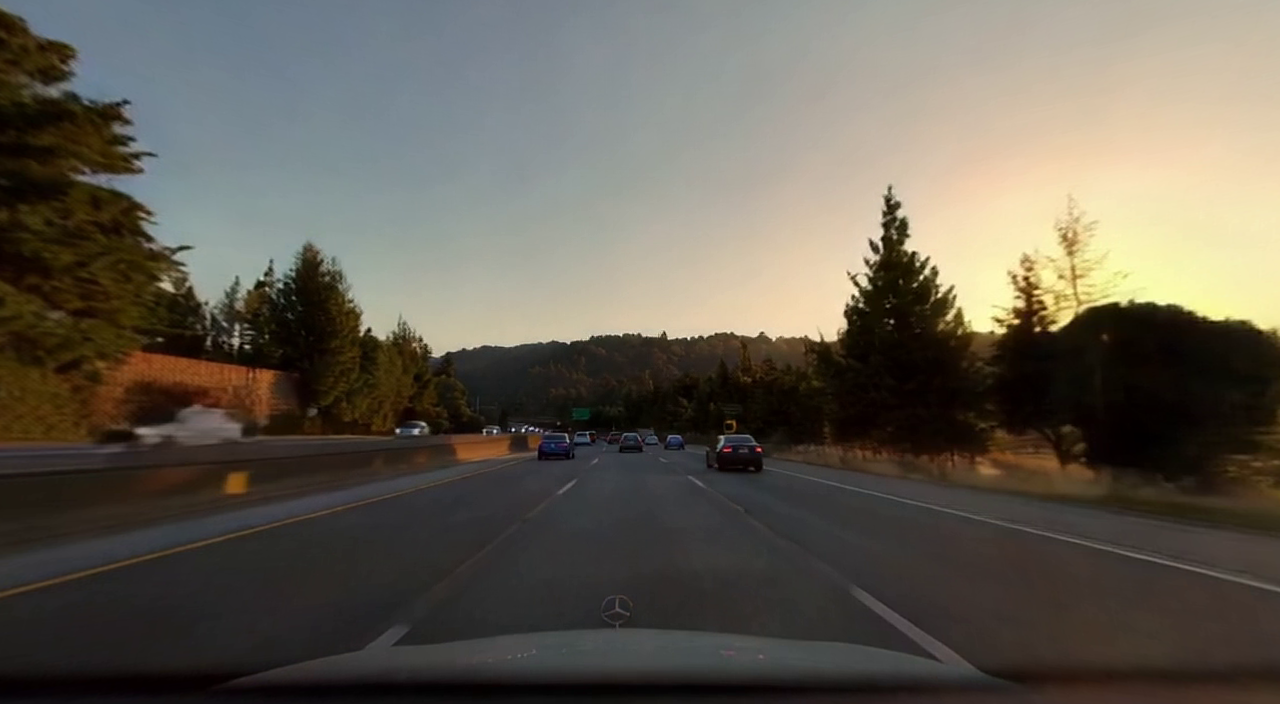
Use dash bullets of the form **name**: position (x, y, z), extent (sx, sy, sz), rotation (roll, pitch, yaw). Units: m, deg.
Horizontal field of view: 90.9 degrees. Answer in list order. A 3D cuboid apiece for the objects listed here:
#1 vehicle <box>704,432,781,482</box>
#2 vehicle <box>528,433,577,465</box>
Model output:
- **vehicle**: position (3.430, 3.562, 21.756), extent (1.883, 1.536, 3.792), rotation (0, -8, -2)
- **vehicle**: position (-4.369, 4.876, 31.942), extent (1.941, 1.529, 4.111), rotation (0, -8, -1)
